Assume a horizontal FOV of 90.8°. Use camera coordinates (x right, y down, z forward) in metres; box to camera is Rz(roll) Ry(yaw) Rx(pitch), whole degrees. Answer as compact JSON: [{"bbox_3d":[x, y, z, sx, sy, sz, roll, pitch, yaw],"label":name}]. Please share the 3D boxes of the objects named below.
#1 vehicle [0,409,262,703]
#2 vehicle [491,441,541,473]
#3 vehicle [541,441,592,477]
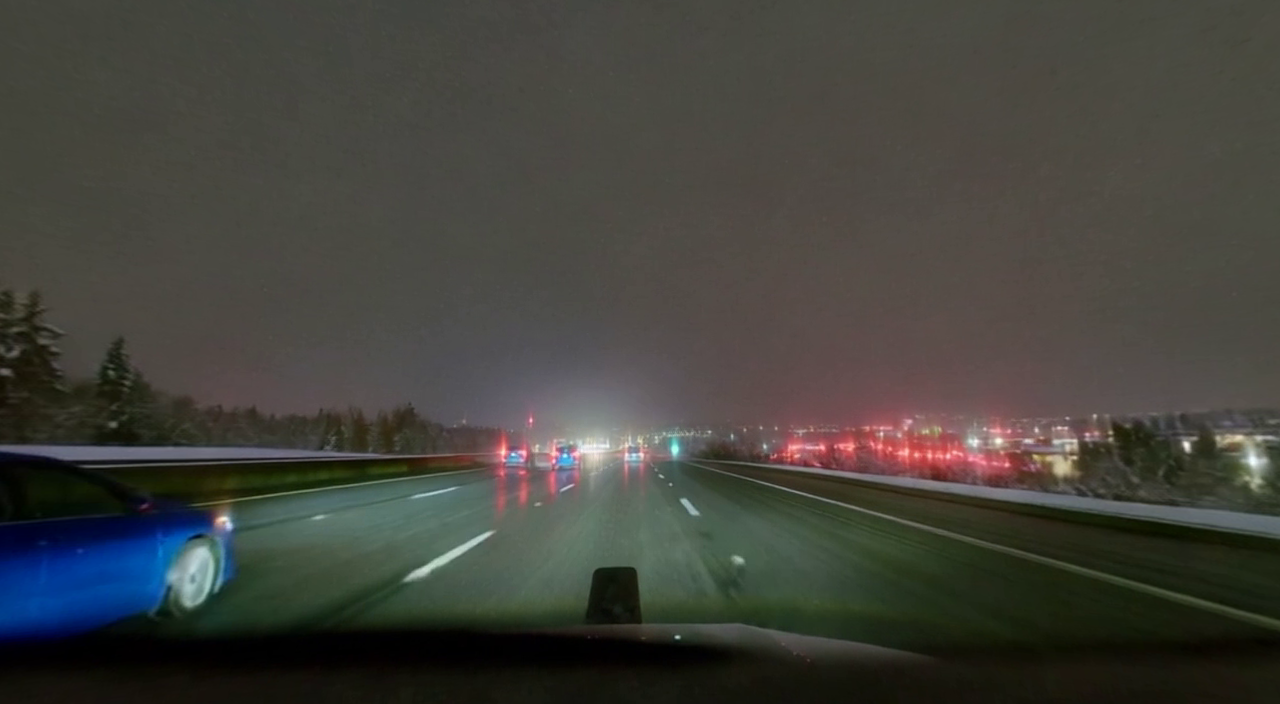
[{"bbox_3d":[-3.966,0.959,2.527,2.114,1.480,4.473,0,-9,0],"label":"vehicle"},{"bbox_3d":[-7.589,6.458,39.098,2.040,1.824,4.917,0,-9,0],"label":"vehicle"},{"bbox_3d":[-3.657,5.393,32.159,2.075,1.702,4.257,0,-9,0],"label":"vehicle"}]
